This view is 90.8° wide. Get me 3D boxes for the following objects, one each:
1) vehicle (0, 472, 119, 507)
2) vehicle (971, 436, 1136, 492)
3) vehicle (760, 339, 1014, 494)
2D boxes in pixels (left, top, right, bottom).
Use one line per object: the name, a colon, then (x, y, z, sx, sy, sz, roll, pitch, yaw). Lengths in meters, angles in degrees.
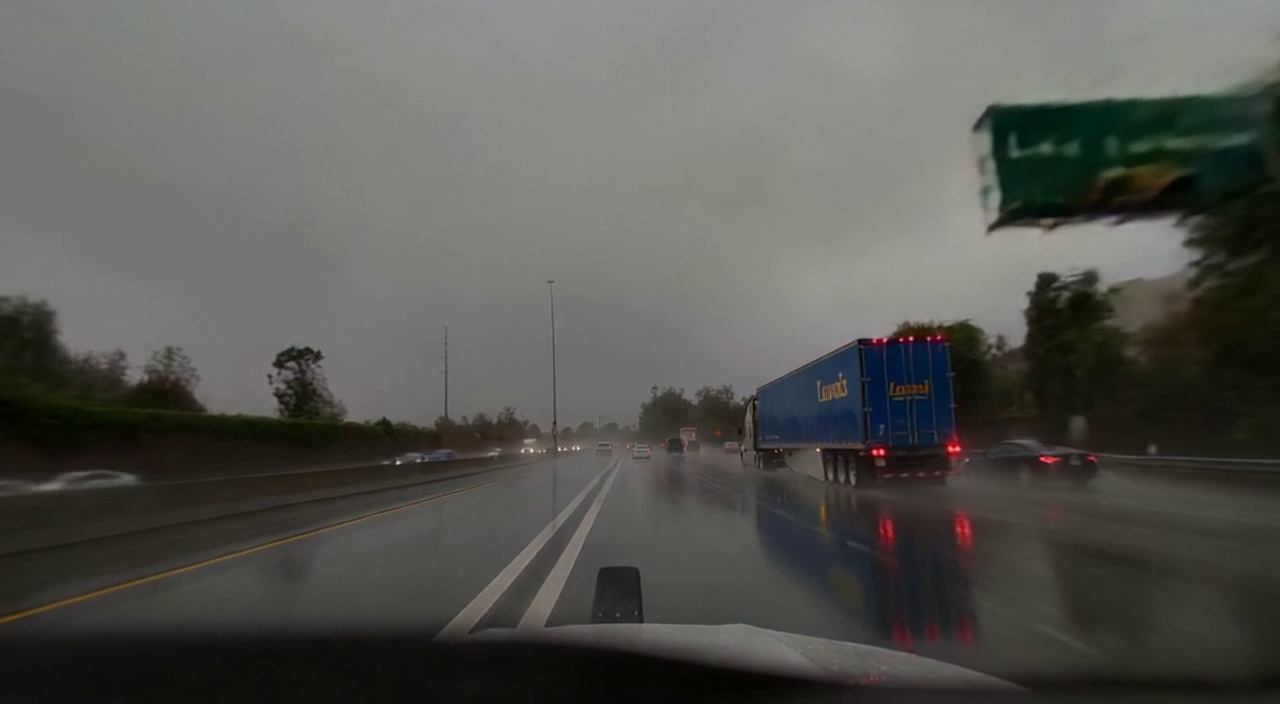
vehicle: (-30.337, 7.138, 33.115, 1.948, 1.479, 4.914, 0, -9, -1)
vehicle: (12.151, 3.323, 19.020, 1.862, 1.462, 4.459, 0, -9, -2)
vehicle: (8.108, 2.925, 25.049, 2.892, 4.128, 16.495, 0, -9, -2)
